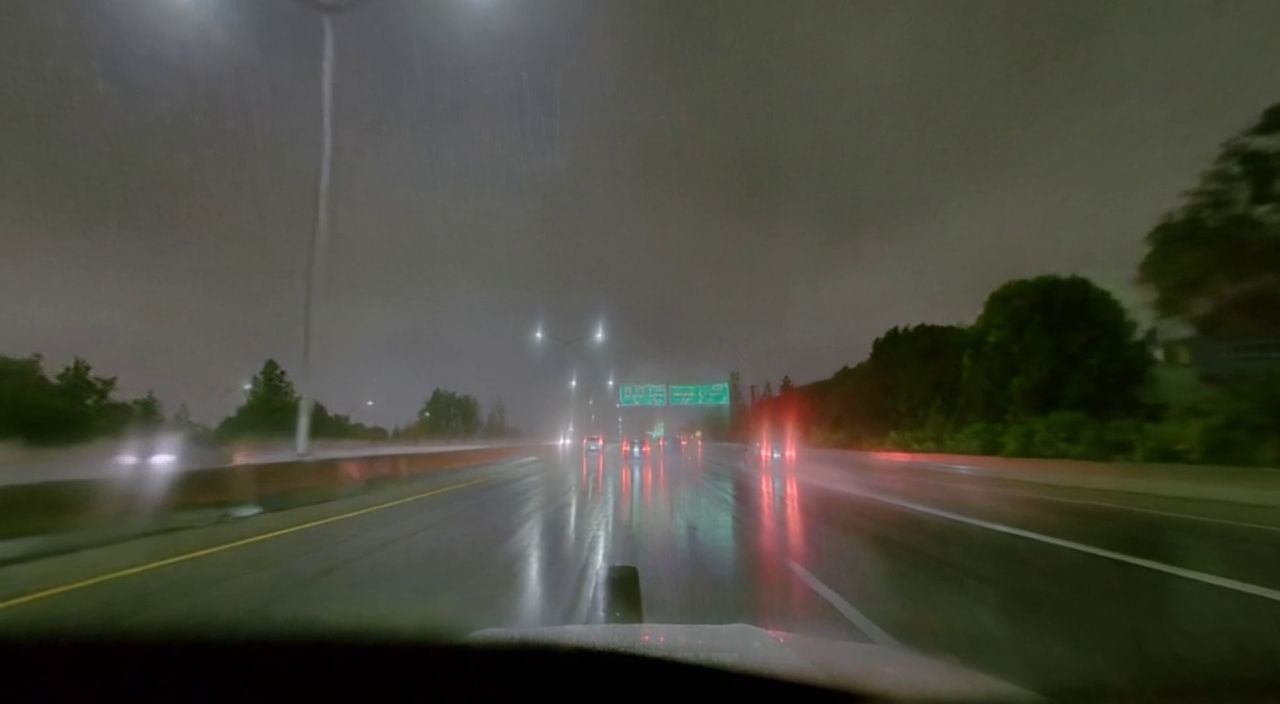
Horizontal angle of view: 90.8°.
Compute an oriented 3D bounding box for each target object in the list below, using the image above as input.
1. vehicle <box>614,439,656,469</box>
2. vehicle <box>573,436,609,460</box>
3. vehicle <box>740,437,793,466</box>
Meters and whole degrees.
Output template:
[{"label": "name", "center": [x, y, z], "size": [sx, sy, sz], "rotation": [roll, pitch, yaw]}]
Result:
[{"label": "vehicle", "center": [-0.282, 5.221, 32.512], "size": [1.985, 1.457, 4.227], "rotation": [0, -9, -1]}, {"label": "vehicle", "center": [-3.418, 6.854, 45.133], "size": [2.123, 1.661, 4.601], "rotation": [0, -9, 1]}, {"label": "vehicle", "center": [6.949, 5.534, 35.141], "size": [1.935, 1.478, 4.433], "rotation": [0, -9, -1]}]
